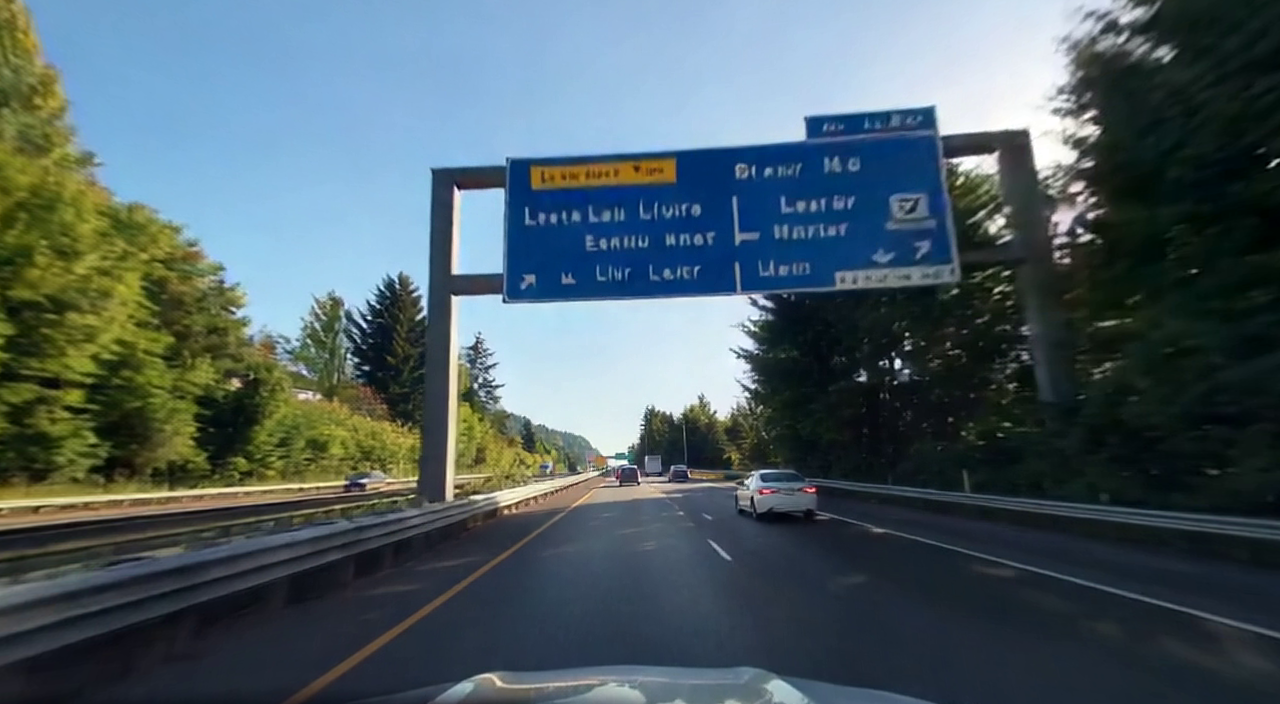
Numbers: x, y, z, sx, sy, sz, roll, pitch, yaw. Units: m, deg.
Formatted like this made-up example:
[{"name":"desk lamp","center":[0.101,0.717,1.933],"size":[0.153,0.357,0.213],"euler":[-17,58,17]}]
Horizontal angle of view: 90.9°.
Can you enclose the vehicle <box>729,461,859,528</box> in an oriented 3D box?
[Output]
[{"name":"vehicle","center":[3.744,3.613,16.384],"size":[2.018,1.426,4.941],"euler":[1,-11,-2]}]

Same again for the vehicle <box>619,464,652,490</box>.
[{"name":"vehicle","center":[-0.305,7.823,39.513],"size":[1.980,1.483,3.865],"euler":[1,-11,-1]}]

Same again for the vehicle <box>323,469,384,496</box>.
[{"name":"vehicle","center":[-17.359,7.907,38.393],"size":[1.812,1.497,4.038],"euler":[1,-11,-1]}]
